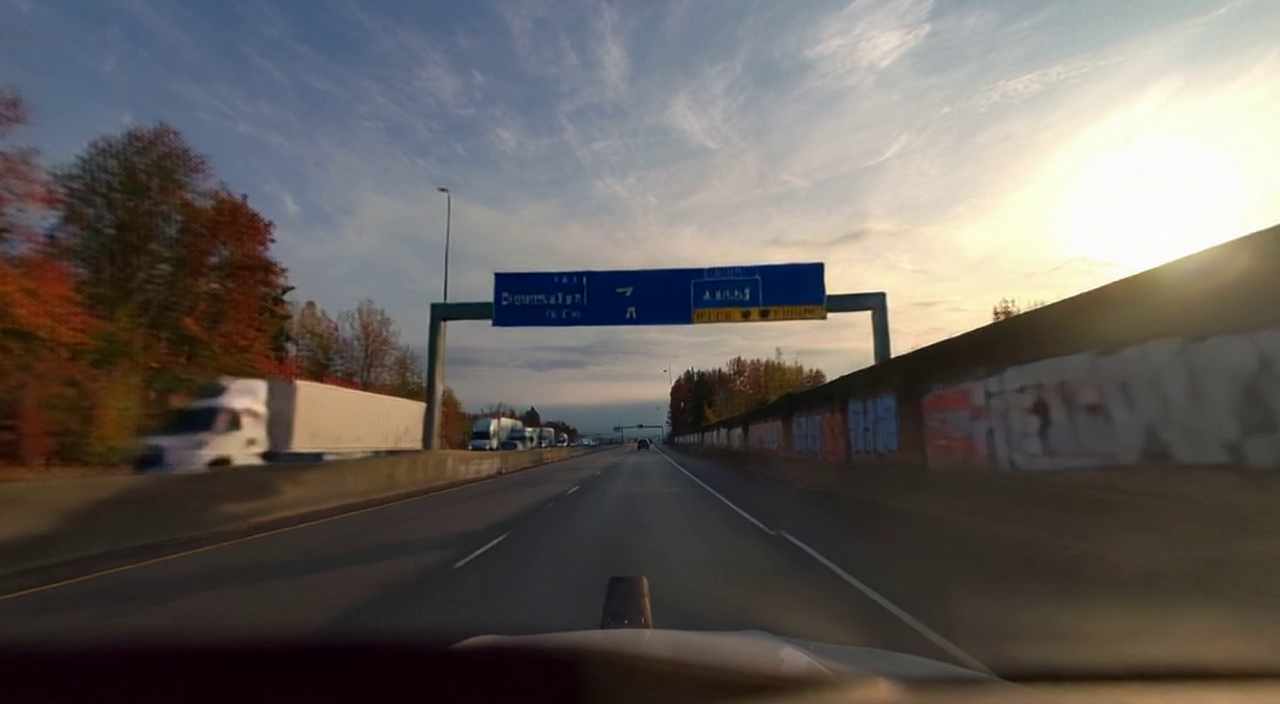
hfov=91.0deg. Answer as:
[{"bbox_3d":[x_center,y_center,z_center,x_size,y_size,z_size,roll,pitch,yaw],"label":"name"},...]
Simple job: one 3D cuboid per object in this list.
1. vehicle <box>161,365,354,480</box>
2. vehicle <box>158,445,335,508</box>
[{"bbox_3d":[-15.053,2.986,25.688,3.079,4.002,7.219,1,-8,1],"label":"vehicle"},{"bbox_3d":[-10.505,3.305,17.306,1.897,1.452,4.508,0,-8,1],"label":"vehicle"}]
